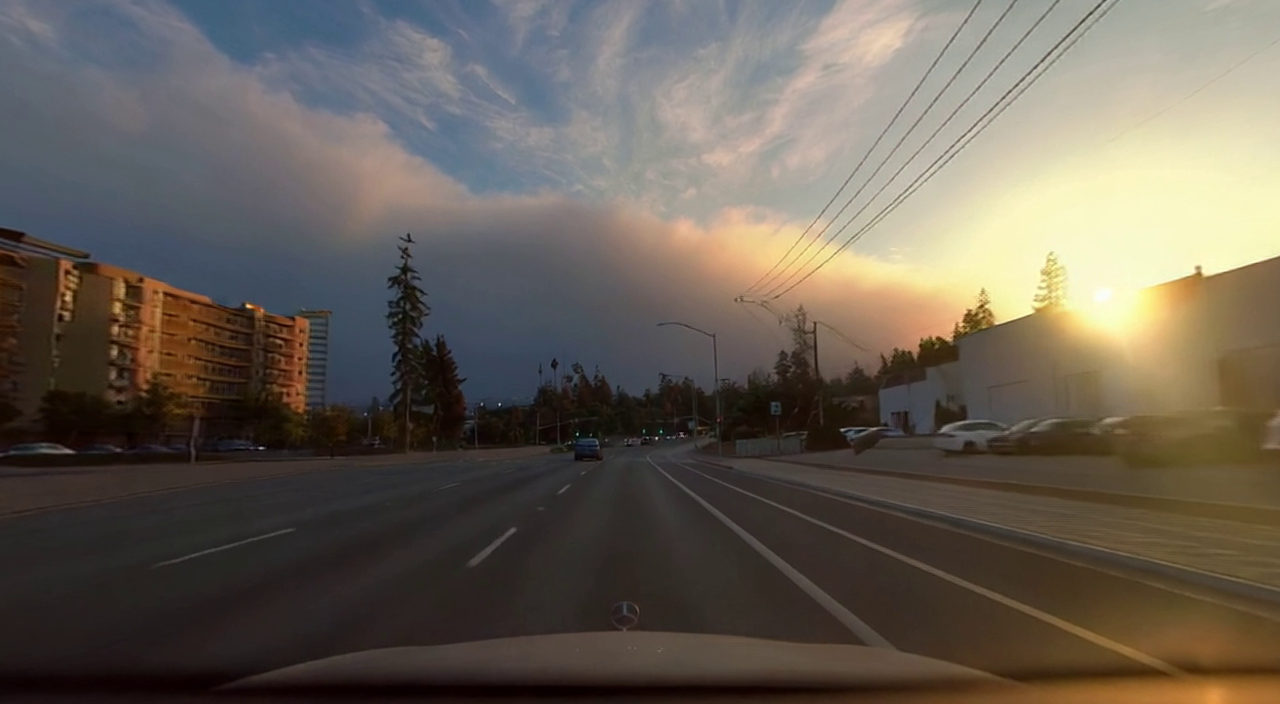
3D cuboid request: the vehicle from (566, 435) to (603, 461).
[{"bbox_3d":[-3.692,6.485,42.815,2.121,1.654,3.993,0,-8,0],"label":"vehicle"}]
